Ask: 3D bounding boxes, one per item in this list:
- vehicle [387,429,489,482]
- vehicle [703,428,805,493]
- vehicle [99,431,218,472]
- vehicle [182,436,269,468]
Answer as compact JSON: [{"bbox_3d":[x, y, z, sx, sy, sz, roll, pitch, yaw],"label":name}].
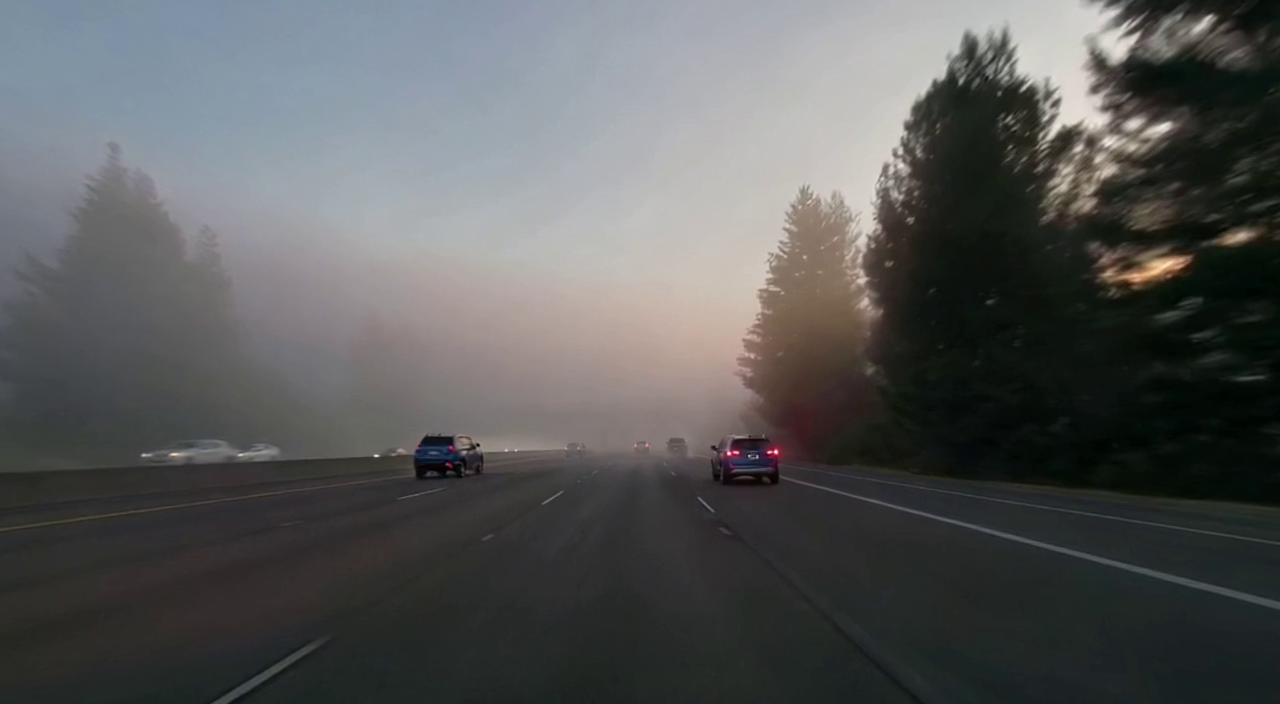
[{"bbox_3d":[-7.588,3.950,24.377,2.193,1.818,4.995,0,-8,1],"label":"vehicle"},{"bbox_3d":[3.296,3.255,19.291,2.185,1.749,4.477,0,-8,-1],"label":"vehicle"},{"bbox_3d":[-29.072,6.052,38.551,2.255,2.247,6.168,0,-8,1],"label":"vehicle"},{"bbox_3d":[-29.051,7.030,44.567,2.486,2.052,5.260,0,-9,1],"label":"vehicle"}]
